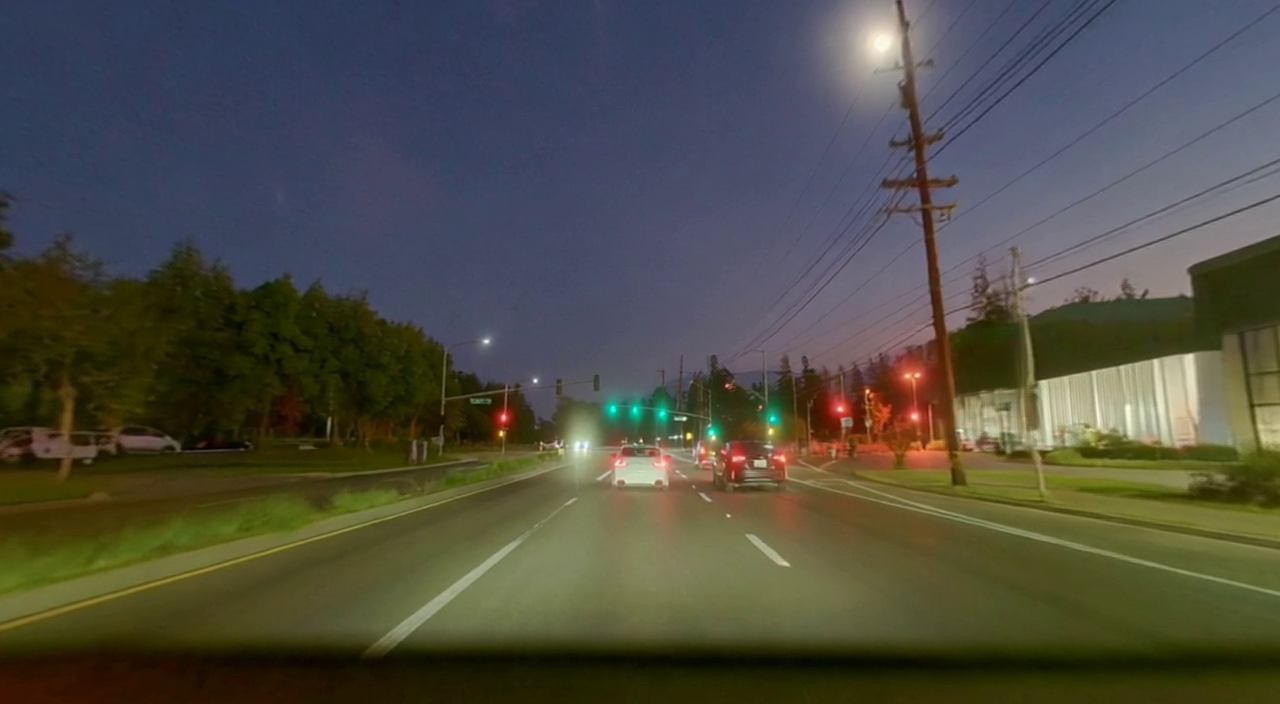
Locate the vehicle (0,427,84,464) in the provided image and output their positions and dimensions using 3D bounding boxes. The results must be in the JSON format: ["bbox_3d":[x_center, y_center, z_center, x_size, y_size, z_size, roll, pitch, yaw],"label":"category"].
[{"bbox_3d":[-28.364,4.258,28.571,1.908,1.553,4.979,1,-9,-4],"label":"vehicle"}]

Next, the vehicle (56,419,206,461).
[{"bbox_3d":[-28.978,5.113,36.351,2.878,2.172,7.057,0,-9,-2],"label":"vehicle"}]

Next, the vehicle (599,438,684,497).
[{"bbox_3d":[0.009,3.226,17.921,2.144,1.473,4.028,0,-8,-1],"label":"vehicle"}]

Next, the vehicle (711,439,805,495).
[{"bbox_3d":[3.373,3.361,18.785,1.985,1.489,4.036,0,-9,-1],"label":"vehicle"}]
